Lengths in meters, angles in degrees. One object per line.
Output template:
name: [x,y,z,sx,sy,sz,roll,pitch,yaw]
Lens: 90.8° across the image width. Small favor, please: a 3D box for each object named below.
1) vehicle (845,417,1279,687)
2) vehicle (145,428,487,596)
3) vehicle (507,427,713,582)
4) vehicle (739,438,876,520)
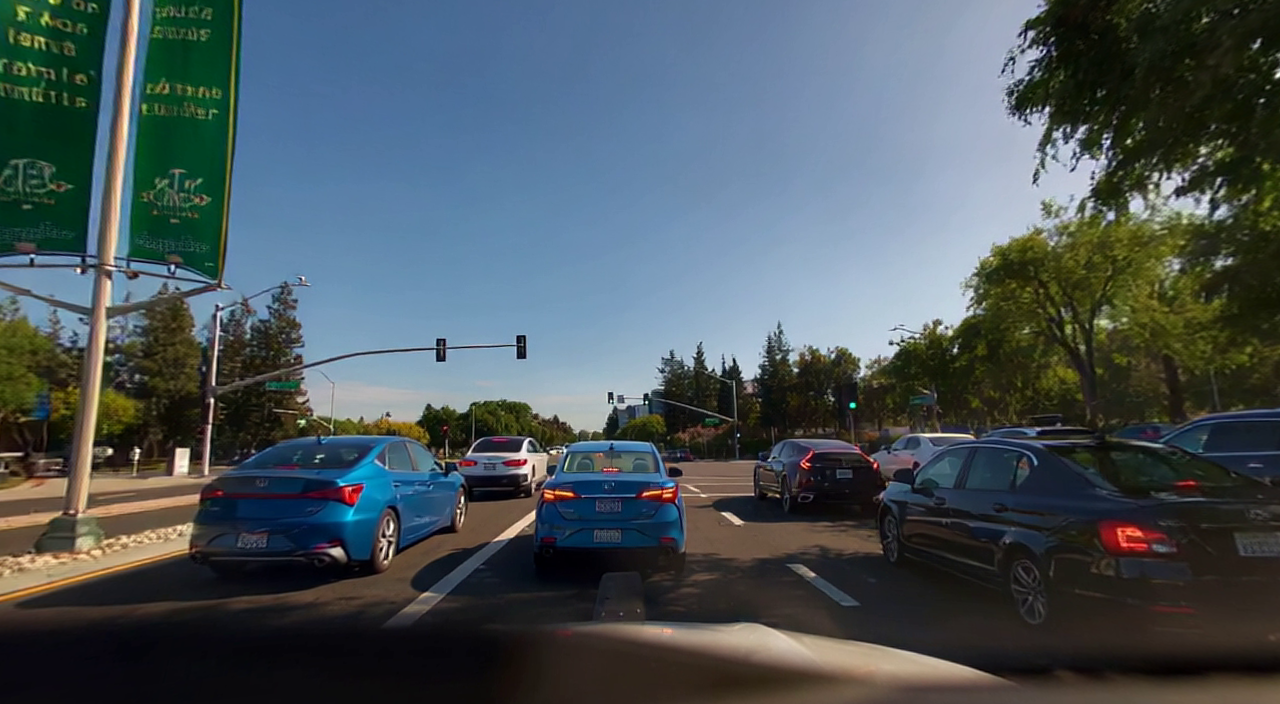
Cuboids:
vehicle: [3.609,1.437,5.774,1.953,1.471,4.470,0,-9,0]
vehicle: [-3.359,1.722,7.675,1.929,1.457,4.136,0,-9,0]
vehicle: [-0.321,1.756,8.006,1.994,1.479,3.647,0,-9,-1]
vehicle: [3.397,2.635,13.642,1.852,1.498,3.825,0,-9,-1]
